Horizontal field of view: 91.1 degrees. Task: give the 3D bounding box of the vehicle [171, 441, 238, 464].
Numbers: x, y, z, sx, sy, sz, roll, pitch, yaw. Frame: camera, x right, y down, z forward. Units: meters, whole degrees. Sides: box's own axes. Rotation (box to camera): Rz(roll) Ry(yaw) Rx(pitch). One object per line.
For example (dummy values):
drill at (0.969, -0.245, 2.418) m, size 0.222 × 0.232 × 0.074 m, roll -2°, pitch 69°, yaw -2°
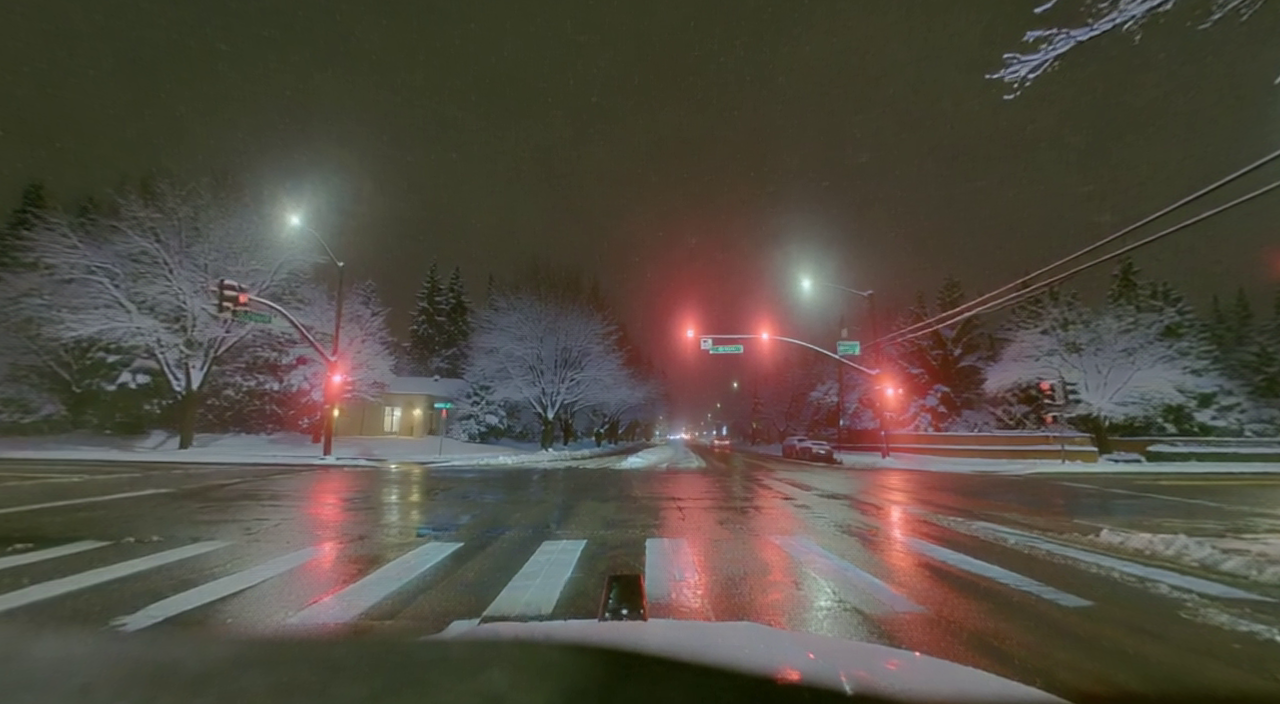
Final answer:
vehicle at (-29.099, 6.707, 42.094) m, size 1.696 × 1.431 × 3.686 m, roll -1°, pitch -8°, yaw 3°
